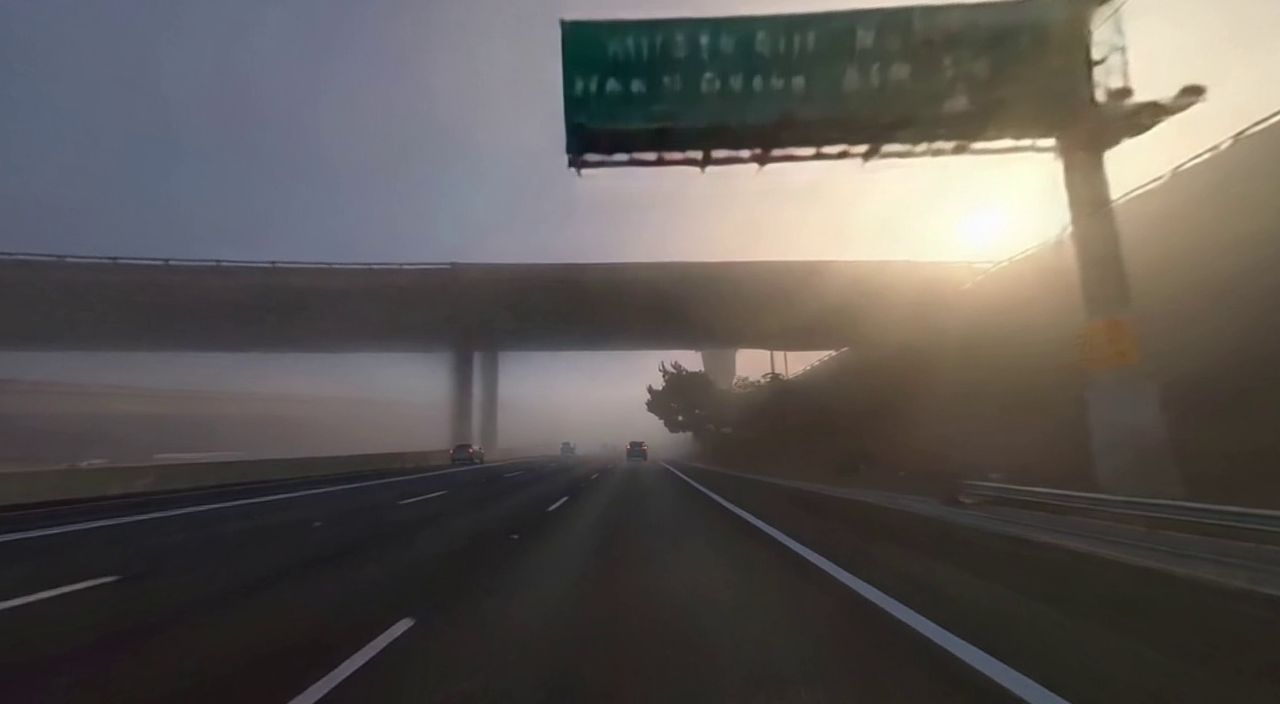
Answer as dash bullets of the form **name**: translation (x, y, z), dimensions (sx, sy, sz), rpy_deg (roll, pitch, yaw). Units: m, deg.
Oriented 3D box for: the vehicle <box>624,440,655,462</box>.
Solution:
- **vehicle**: translation (-0.079, 7.016, 45.062), dimensions (2.086, 1.472, 4.168), rpy_deg (0, -8, -1)
